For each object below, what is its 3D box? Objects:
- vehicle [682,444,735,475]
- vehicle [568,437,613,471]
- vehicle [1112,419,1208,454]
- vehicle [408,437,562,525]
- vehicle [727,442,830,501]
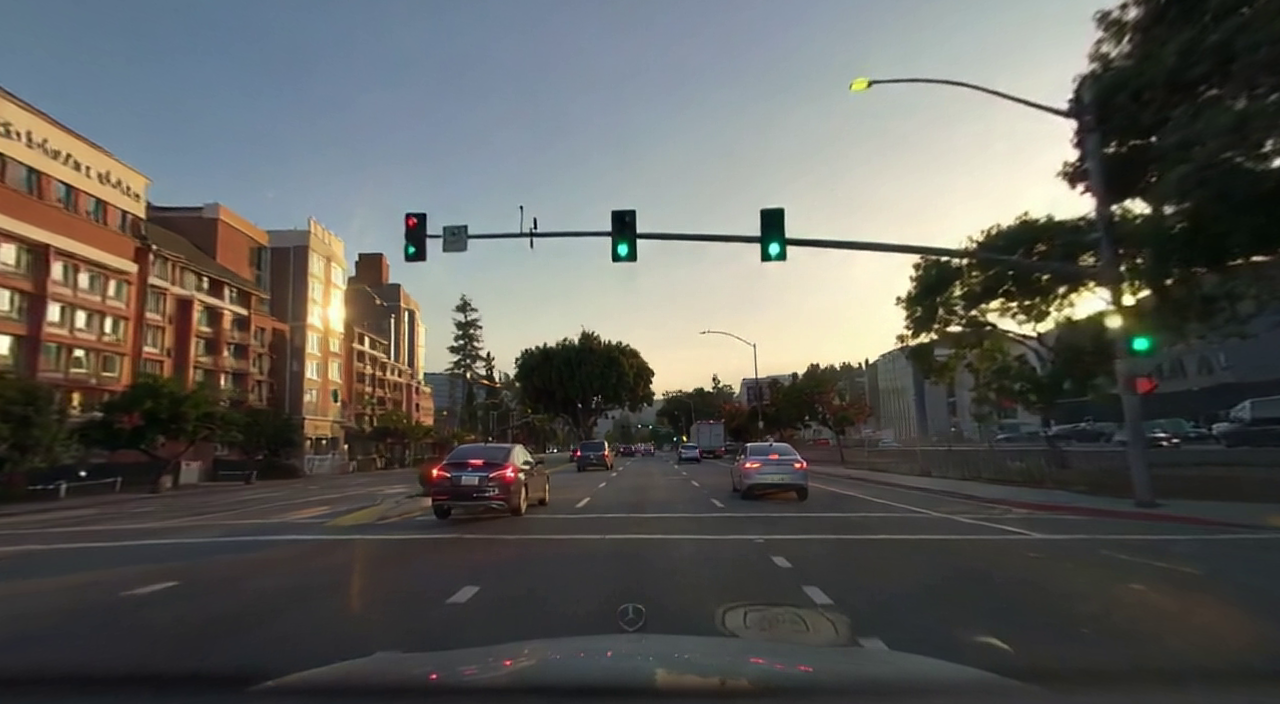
[{"bbox_3d":[3.438,5.476,32.392,2.020,1.461,4.326,0,-8,-3],"label":"vehicle"},{"bbox_3d":[-2.734,5.737,35.599,2.137,1.796,4.304,0,-8,1],"label":"vehicle"},{"bbox_3d":[40.313,6.623,49.065,2.787,2.561,5.416,-1,-9,1],"label":"vehicle"},{"bbox_3d":[-2.994,2.586,13.274,2.003,1.509,4.396,0,-8,2],"label":"vehicle"},{"bbox_3d":[3.772,3.318,17.951,1.972,1.452,4.189,0,-8,0],"label":"vehicle"}]
